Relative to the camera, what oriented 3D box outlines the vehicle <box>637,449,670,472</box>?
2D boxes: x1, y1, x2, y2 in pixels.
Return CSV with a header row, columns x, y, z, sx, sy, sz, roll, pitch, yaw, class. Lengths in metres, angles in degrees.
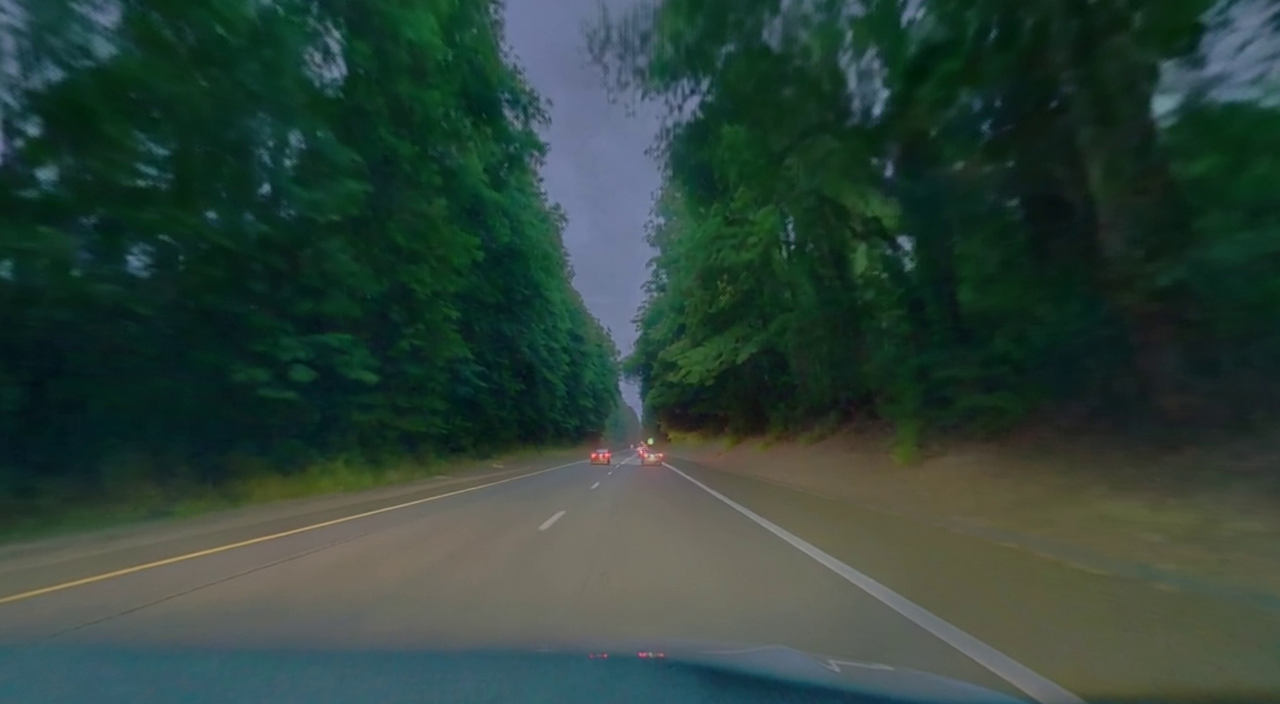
x,y,z,sx,sy,sz,roll,pitch,yaw,class
0.832,7.235,42.265,2.046,1.452,4.407,0,-9,-1,vehicle
